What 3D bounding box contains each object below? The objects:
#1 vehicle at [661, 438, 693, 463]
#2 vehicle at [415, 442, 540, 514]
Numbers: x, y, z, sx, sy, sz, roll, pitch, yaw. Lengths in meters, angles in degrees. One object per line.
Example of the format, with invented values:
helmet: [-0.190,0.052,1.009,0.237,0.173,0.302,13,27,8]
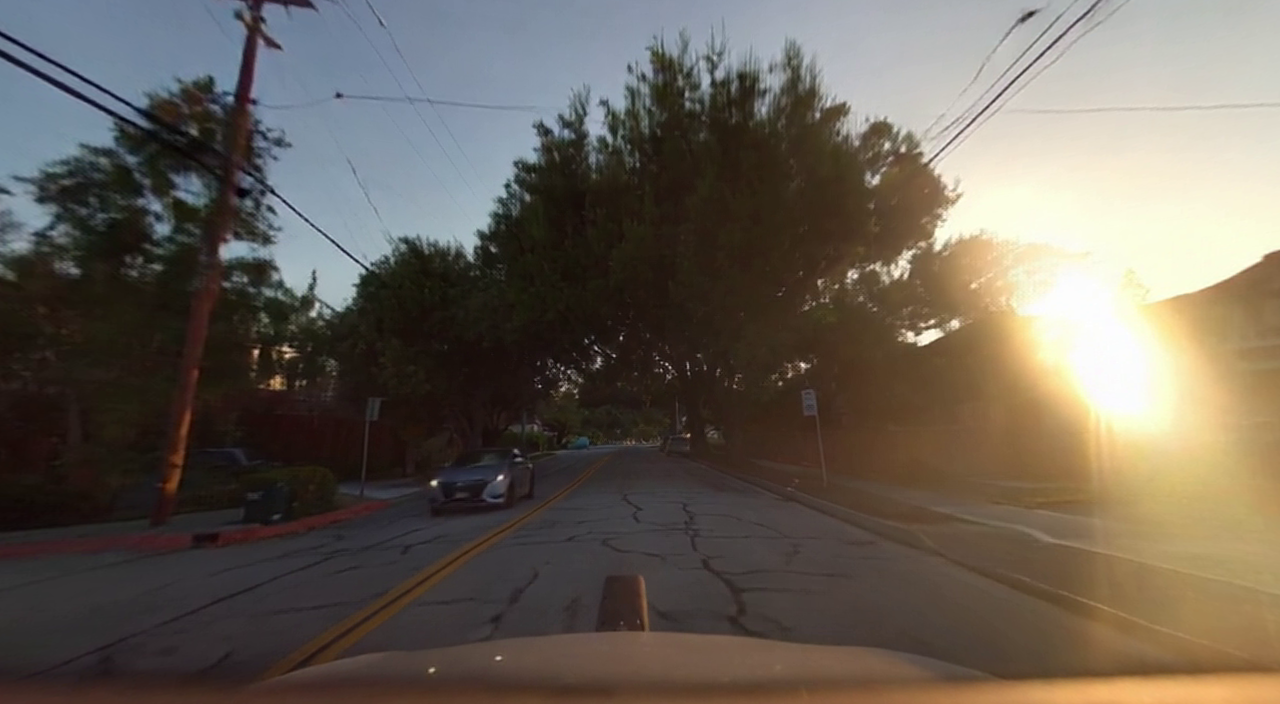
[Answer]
vehicle: [2.750,7.412,47.584,2.086,1.726,4.384,0,-9,-1]
vehicle: [-3.737,2.956,15.351,1.959,1.473,4.115,0,-9,0]
